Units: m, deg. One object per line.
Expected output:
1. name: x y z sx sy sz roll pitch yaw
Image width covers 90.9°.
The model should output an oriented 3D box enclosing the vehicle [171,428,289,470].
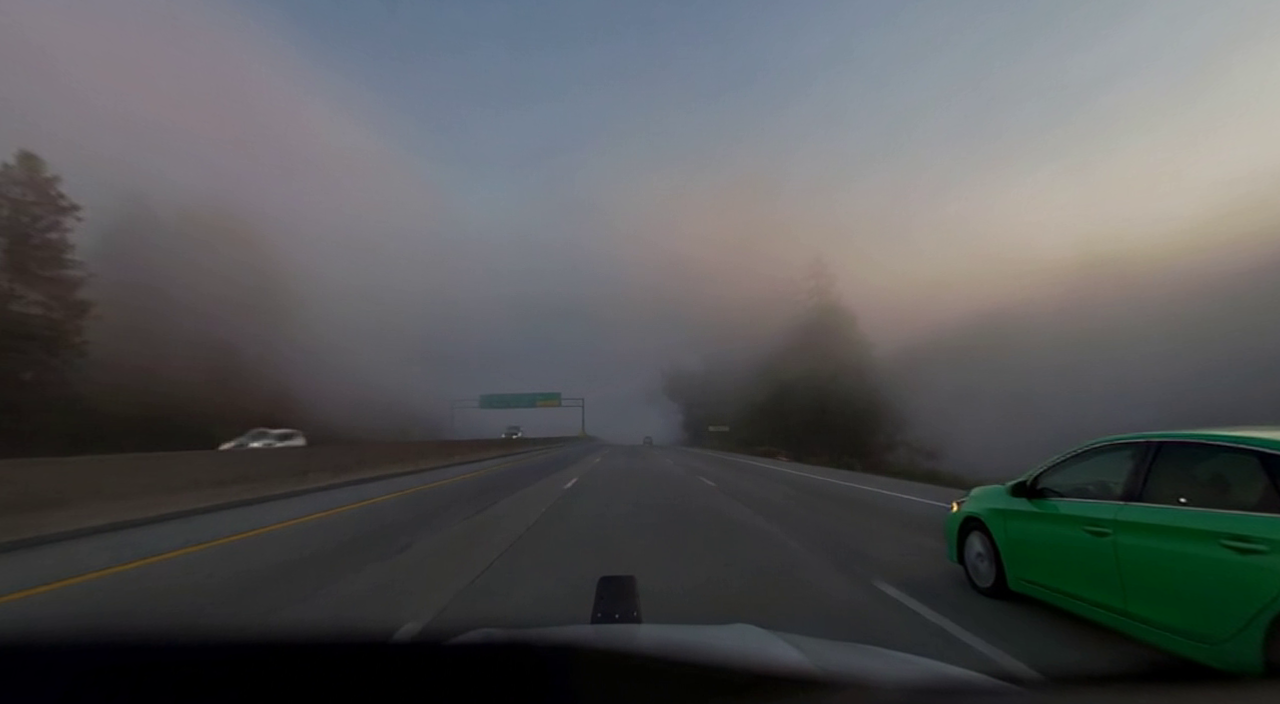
1. vehicle: -15.720 3.742 24.452 1.839 1.480 4.165 0 -8 -1
